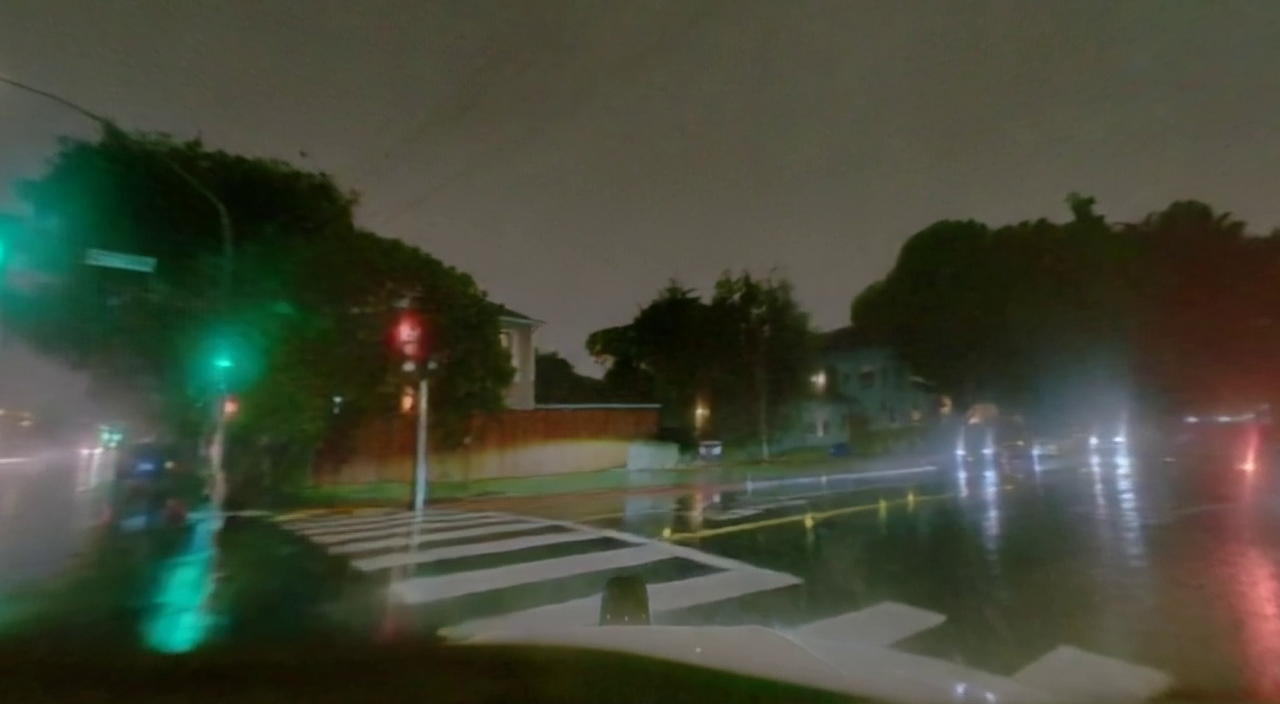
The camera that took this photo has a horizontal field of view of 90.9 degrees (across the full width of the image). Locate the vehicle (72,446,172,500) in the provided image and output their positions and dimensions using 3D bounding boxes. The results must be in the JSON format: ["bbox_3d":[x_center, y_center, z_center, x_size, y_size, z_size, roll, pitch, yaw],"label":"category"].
[{"bbox_3d":[-16.402,3.794,20.190,2.149,1.507,4.160,6,-11,-36],"label":"vehicle"}]

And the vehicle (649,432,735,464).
[{"bbox_3d":[2.669,5.115,33.653,2.028,1.595,4.554,6,-11,-36],"label":"vehicle"}]

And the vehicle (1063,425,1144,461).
[{"bbox_3d":[24.889,4.894,33.805,4.528,1.755,1.973,6,-11,-35],"label":"vehicle"}]

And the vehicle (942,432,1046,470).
[{"bbox_3d":[15.030,4.190,26.700,4.671,1.470,1.963,6,-12,-36],"label":"vehicle"}]

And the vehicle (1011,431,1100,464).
[{"bbox_3d":[20.007,4.606,30.305,4.518,1.477,1.948,6,-12,-36],"label":"vehicle"}]
